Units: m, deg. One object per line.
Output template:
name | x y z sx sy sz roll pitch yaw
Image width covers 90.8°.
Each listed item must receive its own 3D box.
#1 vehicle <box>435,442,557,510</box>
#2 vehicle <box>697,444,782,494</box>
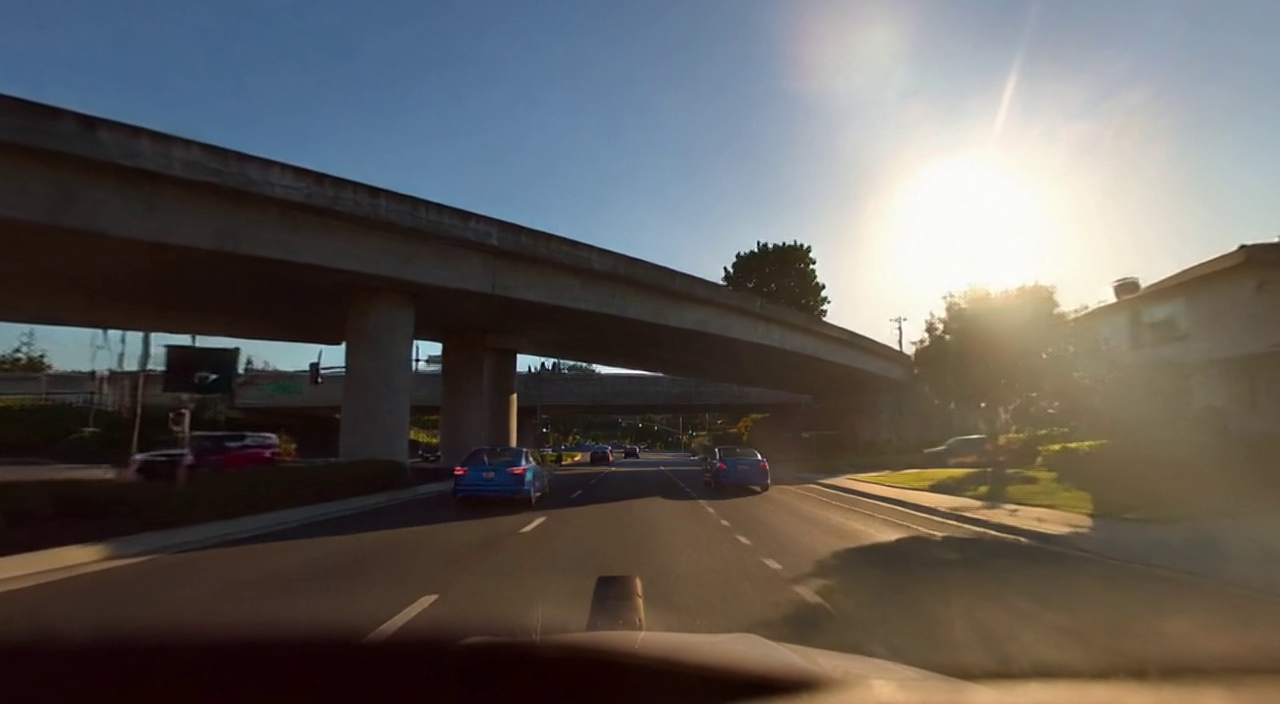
vehicle | -3.511 3.107 16.366 2.060 1.484 4.417 0 -9 1
vehicle | 3.216 3.881 21.334 2.068 1.497 4.247 0 -9 -1
